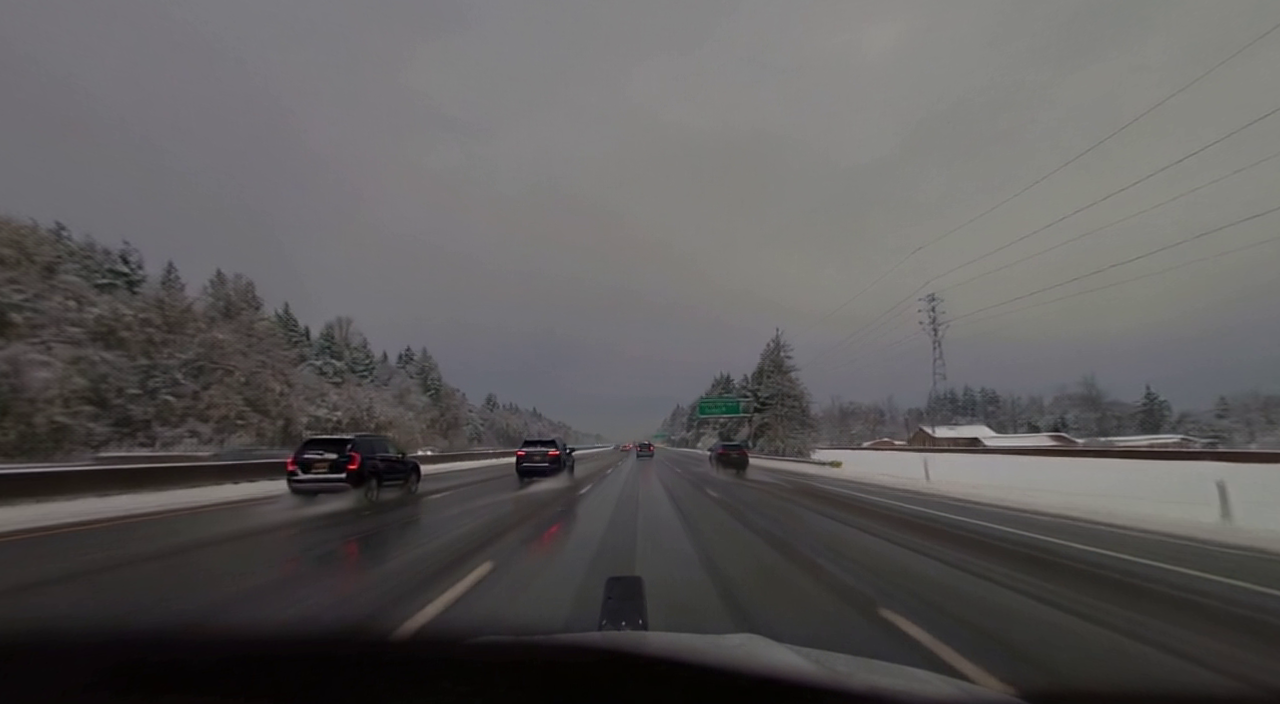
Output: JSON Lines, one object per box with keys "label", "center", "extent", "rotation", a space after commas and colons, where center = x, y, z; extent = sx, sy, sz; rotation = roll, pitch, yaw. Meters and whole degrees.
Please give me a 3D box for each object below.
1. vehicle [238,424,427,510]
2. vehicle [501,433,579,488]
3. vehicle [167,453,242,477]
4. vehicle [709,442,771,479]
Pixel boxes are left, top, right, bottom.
{"label": "vehicle", "center": [-7.331, 2.789, 15.796], "extent": [2.162, 1.805, 4.853], "rotation": [0, -8, 1]}
{"label": "vehicle", "center": [-3.334, 3.724, 21.882], "extent": [1.961, 1.704, 4.052], "rotation": [0, -8, 1]}
{"label": "vehicle", "center": [-28.496, 7.365, 41.448], "extent": [1.738, 1.440, 4.398], "rotation": [0, -8, 1]}
{"label": "vehicle", "center": [4.300, 4.720, 27.754], "extent": [1.964, 1.479, 4.252], "rotation": [0, -8, -1]}
